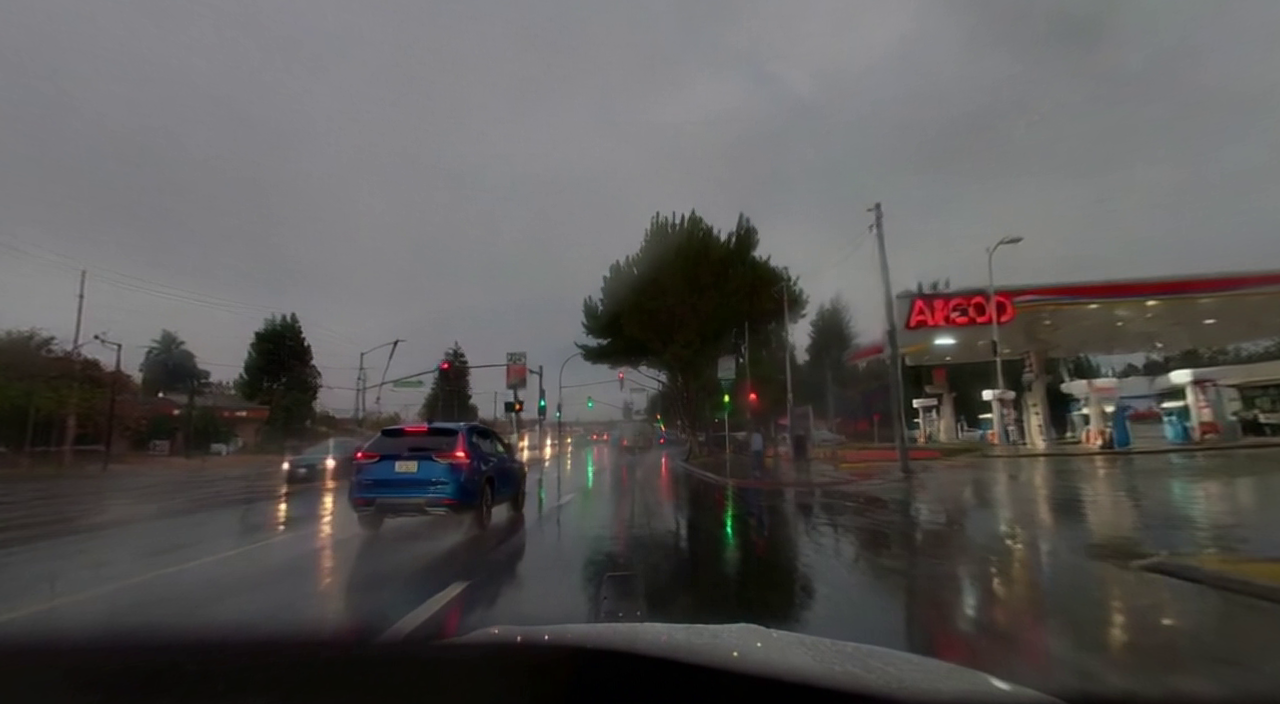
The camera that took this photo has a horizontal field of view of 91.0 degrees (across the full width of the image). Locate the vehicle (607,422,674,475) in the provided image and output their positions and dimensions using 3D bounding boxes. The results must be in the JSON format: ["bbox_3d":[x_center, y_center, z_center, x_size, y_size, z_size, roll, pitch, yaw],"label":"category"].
[{"bbox_3d":[-0.065,4.099,26.914,2.552,1.999,5.498,0,-8,-2],"label":"vehicle"}]

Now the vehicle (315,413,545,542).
[{"bbox_3d":[-3.233,2.075,11.062,2.247,1.734,4.919,0,-8,1],"label":"vehicle"}]
